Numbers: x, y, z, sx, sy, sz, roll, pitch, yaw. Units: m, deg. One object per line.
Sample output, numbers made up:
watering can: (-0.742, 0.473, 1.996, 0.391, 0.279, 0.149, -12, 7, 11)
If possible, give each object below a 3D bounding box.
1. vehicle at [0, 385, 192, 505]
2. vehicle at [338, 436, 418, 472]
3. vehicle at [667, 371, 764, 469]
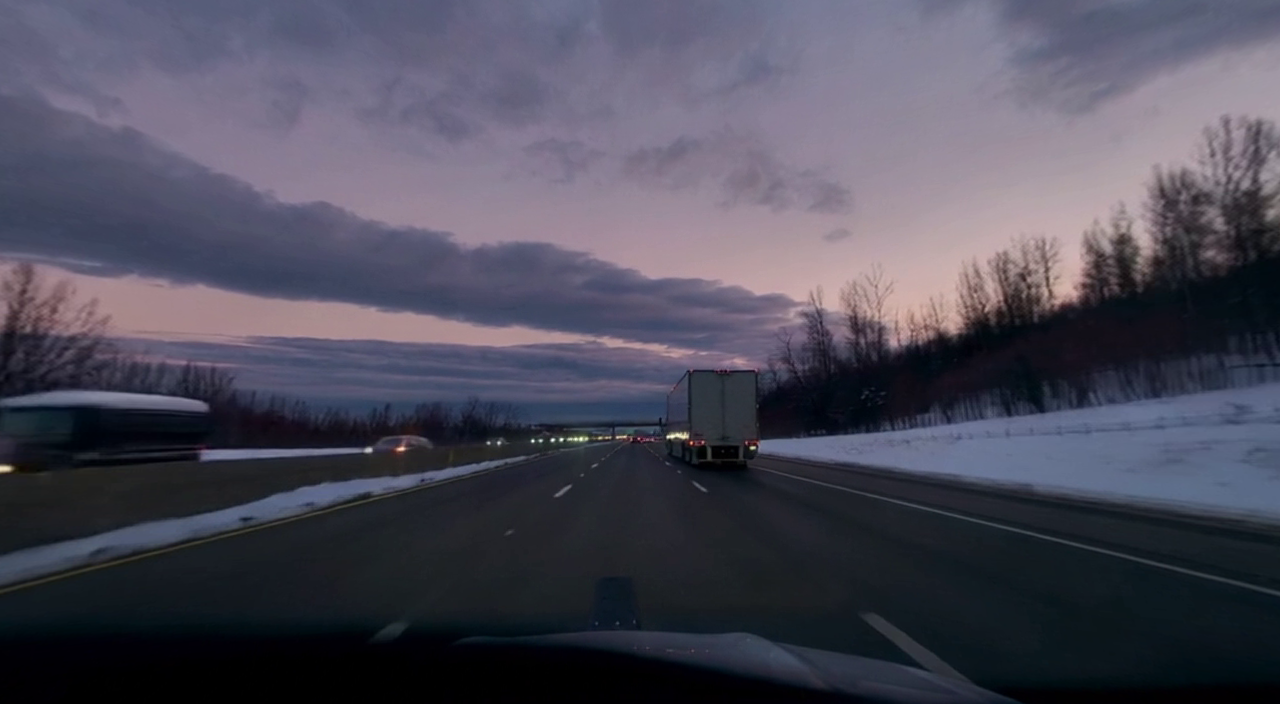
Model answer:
vehicle: (-15.572, 2.430, 16.601, 2.333, 2.686, 7.040, 0, -8, -1)
vehicle: (-12.008, 4.663, 29.153, 1.870, 1.516, 4.423, 0, -8, -1)
vehicle: (3.535, 3.876, 34.544, 2.979, 4.161, 15.508, 1, -7, -2)
